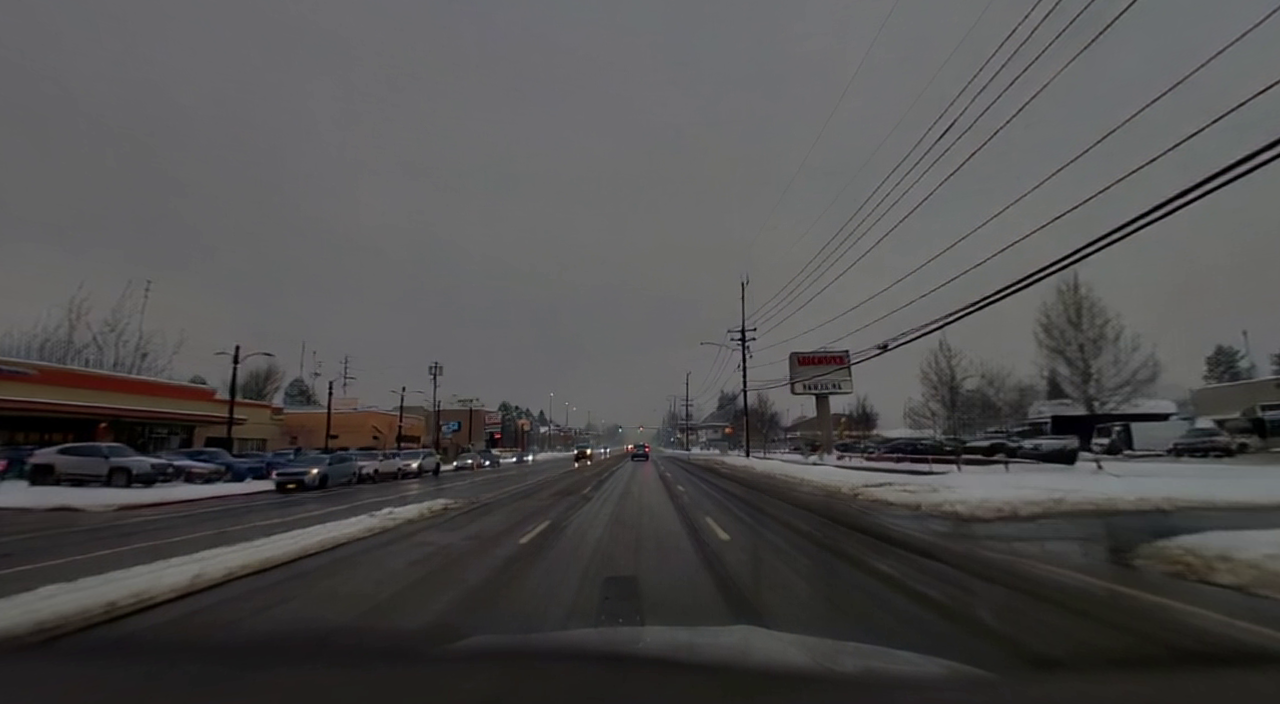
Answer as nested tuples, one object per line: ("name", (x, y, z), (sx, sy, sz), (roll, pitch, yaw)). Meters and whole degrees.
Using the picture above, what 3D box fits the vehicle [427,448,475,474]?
("vehicle", (-13.421, 7.740, 45.138), (1.793, 1.534, 5.400), (-2, -7, 0))

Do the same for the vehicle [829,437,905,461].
("vehicle", (15.054, 6.436, 42.142), (4.300, 1.431, 1.937), (-2, -7, 1))

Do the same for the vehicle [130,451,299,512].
("vehicle", (-13.694, 4.140, 20.830), (2.014, 1.523, 5.092), (-3, -8, 1))

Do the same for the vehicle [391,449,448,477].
("vehicle", (-13.635, 6.841, 39.283), (1.901, 1.552, 4.541), (0, -8, 0))

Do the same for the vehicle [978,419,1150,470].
("vehicle", (15.401, 3.396, 23.177), (4.667, 1.775, 2.199), (0, -8, -1))

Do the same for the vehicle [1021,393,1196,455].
("vehicle", (29.660, 4.637, 40.258), (8.821, 3.745, 2.909), (0, -9, -3))

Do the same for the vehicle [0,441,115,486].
("vehicle", (-23.889, 4.336, 24.740), (4.527, 1.679, 2.055), (3, -9, -18))

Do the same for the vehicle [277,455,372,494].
("vehicle", (-13.574, 5.253, 27.535), (1.791, 1.377, 4.807), (-2, -8, -1))
